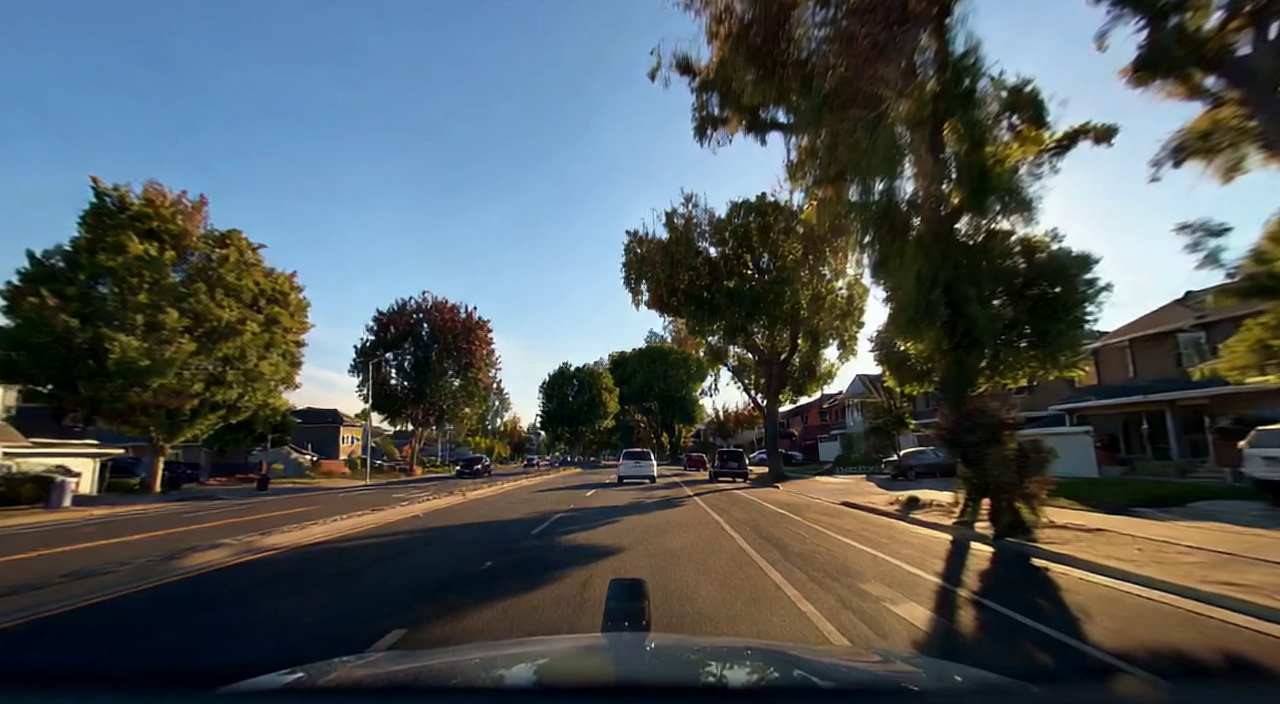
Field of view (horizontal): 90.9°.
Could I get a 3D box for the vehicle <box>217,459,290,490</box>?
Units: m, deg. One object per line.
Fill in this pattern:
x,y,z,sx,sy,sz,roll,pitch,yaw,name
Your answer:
-25.159,7.933,41.204,1.786,1.444,4.545,-4,-6,2,vehicle

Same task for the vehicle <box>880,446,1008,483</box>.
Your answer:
12.546,4.647,26.215,4.297,1.478,1.866,0,-8,0,vehicle

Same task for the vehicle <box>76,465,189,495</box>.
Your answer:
-26.807,6.747,33.389,4.416,1.449,1.833,0,-8,1,vehicle

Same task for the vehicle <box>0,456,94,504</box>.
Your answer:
-25.812,5.299,26.355,4.032,1.790,1.925,1,-8,0,vehicle

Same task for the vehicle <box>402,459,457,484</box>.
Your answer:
-14.222,8.115,42.958,2.138,1.484,4.604,0,-8,0,vehicle

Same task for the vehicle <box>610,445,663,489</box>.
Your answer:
-0.132,4.752,26.408,2.024,1.655,4.301,0,-8,0,vehicle

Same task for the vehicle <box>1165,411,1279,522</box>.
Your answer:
12.806,2.002,11.229,4.888,1.773,2.245,0,-8,-2,vehicle

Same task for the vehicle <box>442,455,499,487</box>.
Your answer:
-9.040,6.342,33.977,2.063,1.493,4.447,0,-8,-3,vehicle

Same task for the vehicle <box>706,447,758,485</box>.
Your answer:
4.485,5.587,31.284,1.992,1.695,4.101,0,-8,1,vehicle
